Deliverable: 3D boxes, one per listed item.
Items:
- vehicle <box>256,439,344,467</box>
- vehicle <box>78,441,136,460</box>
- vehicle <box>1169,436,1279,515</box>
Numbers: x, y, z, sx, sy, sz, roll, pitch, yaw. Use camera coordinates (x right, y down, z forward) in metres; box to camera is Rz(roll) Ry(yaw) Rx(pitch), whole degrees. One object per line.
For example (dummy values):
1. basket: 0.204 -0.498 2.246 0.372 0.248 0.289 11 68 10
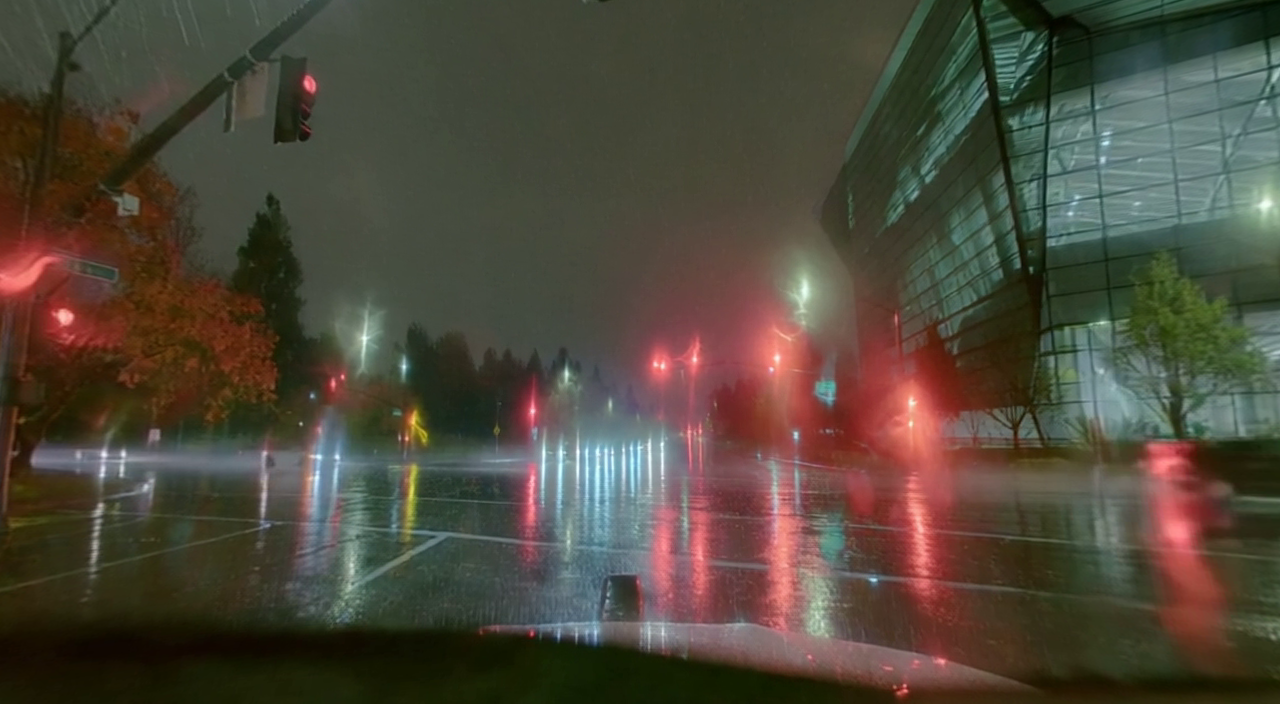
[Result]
1. vehicle: -20.207 5.961 37.456 5.408 1.505 2.091 -6 -10 32
2. vehicle: -42.229 7.785 49.992 4.380 1.455 1.869 -5 -10 28
3. vehicle: 13.320 2.427 12.548 4.110 1.511 1.883 -7 -11 37
